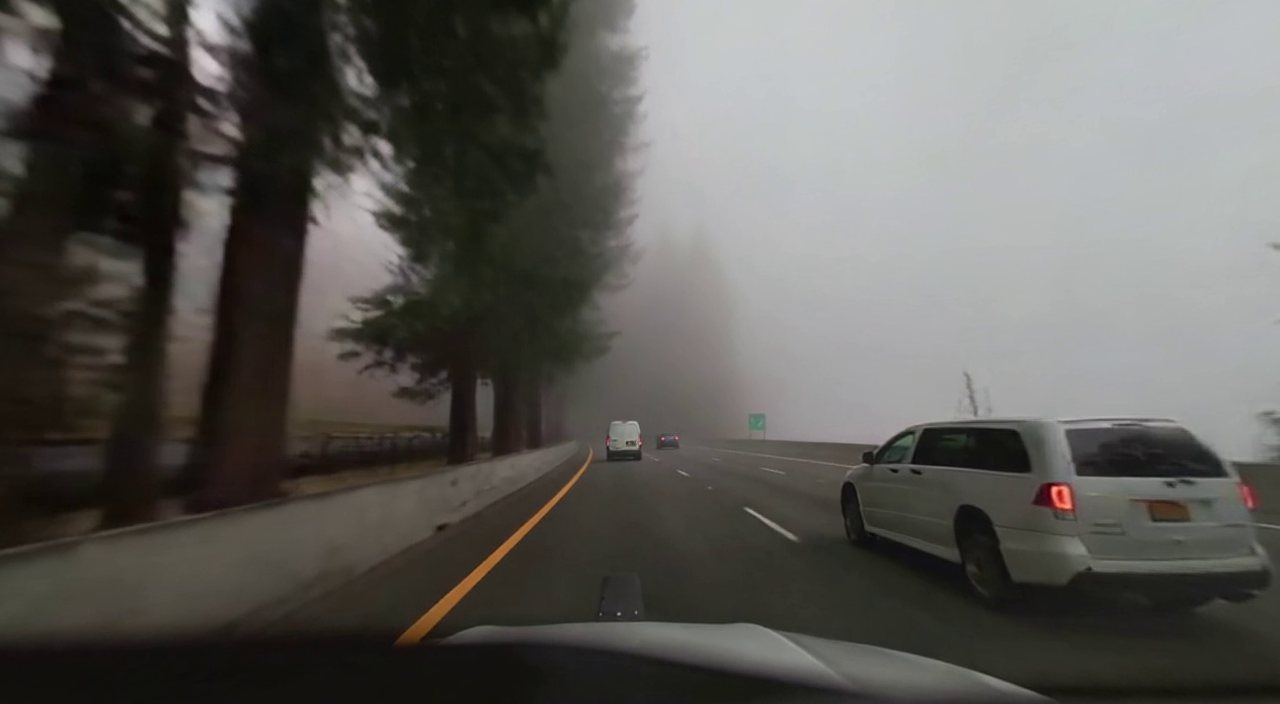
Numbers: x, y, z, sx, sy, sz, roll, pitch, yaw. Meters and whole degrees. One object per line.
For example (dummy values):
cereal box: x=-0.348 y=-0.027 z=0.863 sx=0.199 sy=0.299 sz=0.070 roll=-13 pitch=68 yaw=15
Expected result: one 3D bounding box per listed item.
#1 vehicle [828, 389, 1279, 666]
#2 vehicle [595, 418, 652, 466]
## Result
vehicle: x=3.438 y=1.293 z=5.755 sx=2.078 sy=1.600 sz=4.012 roll=0 pitch=-8 yaw=-2
vehicle: x=-0.807 y=4.116 z=29.017 sx=2.403 sy=1.994 sz=4.683 roll=0 pitch=-8 yaw=-3
